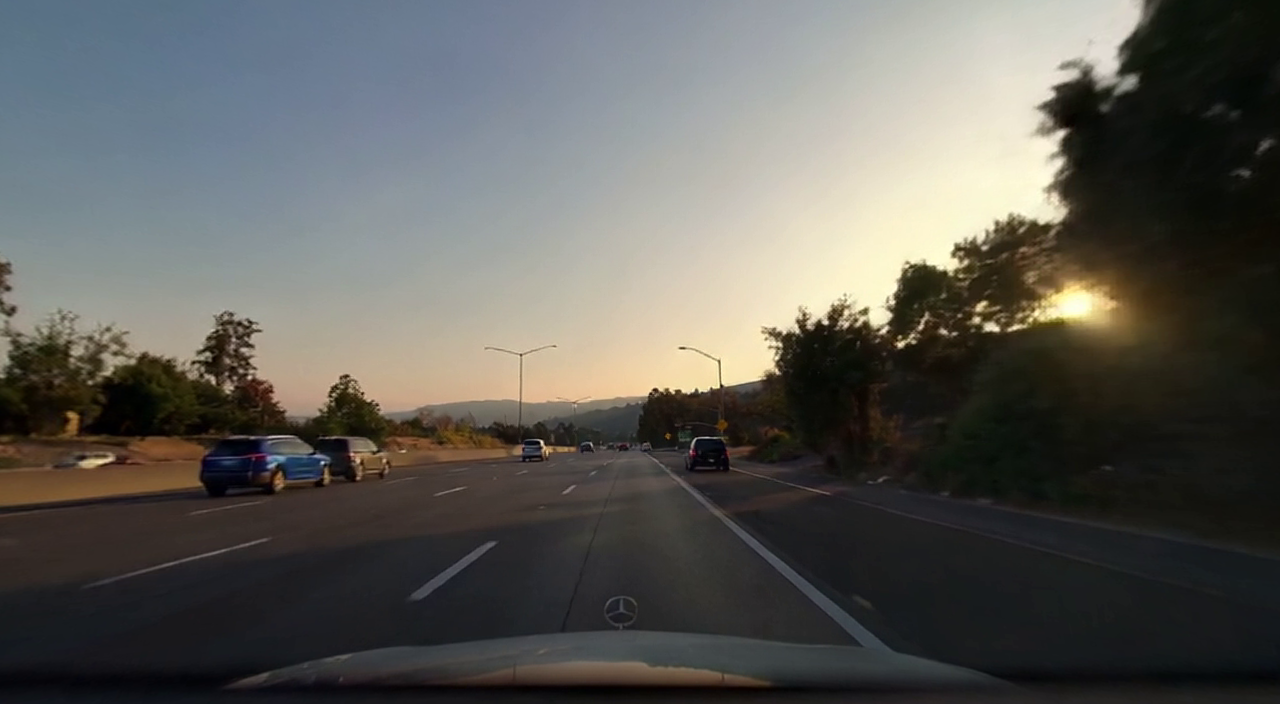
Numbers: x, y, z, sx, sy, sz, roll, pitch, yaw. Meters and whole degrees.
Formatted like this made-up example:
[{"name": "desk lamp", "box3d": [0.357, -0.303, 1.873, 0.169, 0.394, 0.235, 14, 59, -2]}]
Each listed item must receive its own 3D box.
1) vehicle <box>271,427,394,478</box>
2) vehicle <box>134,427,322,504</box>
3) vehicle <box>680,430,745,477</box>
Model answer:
[{"name": "vehicle", "box3d": [-14.916, 4.941, 31.219, 2.736, 2.262, 6.533, 0, -8, 0]}, {"name": "vehicle", "box3d": [-11.291, 3.130, 17.814, 2.137, 1.873, 4.687, 0, -8, 0]}, {"name": "vehicle", "box3d": [3.085, 4.445, 27.810, 2.184, 1.892, 4.763, 0, -8, -2]}]
